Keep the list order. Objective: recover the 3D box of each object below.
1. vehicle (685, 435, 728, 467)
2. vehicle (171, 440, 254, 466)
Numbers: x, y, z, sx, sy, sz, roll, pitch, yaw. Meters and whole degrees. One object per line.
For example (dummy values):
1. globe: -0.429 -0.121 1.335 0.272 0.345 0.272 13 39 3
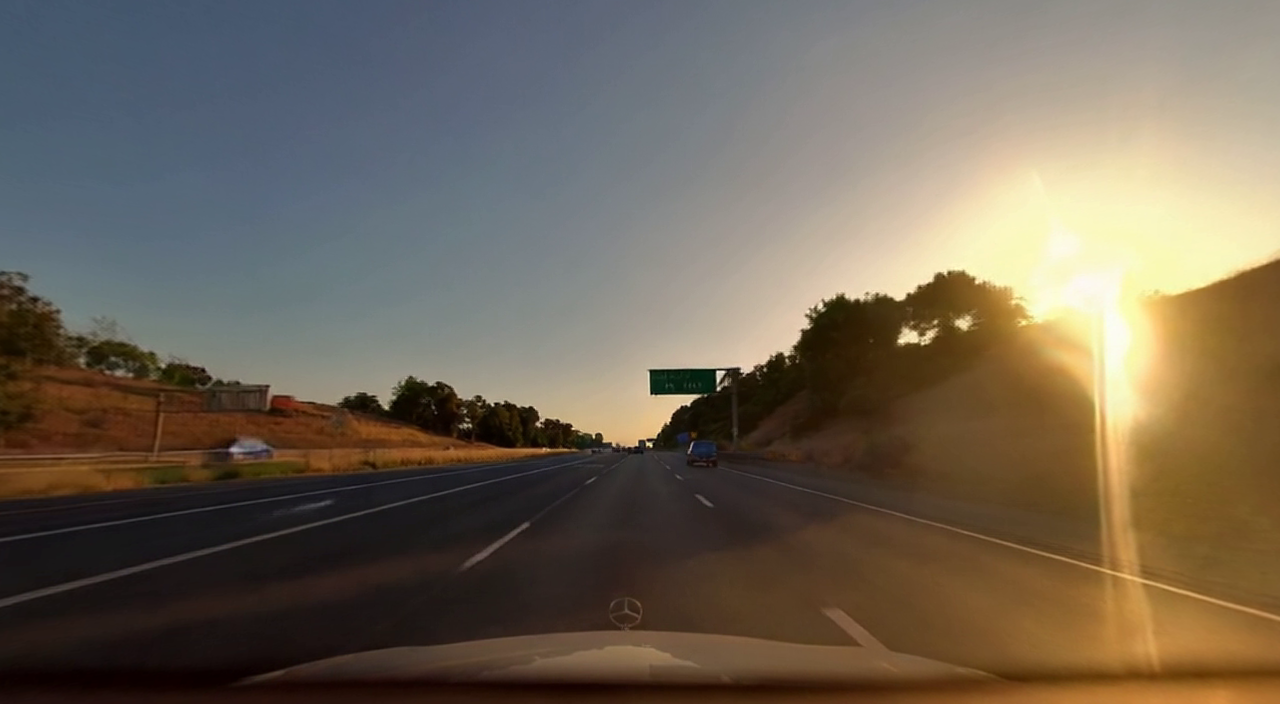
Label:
1. vehicle: 4.250 6.402 41.051 2.172 1.930 4.879 0 -8 -1
2. vehicle: -29.202 6.913 43.334 2.106 1.690 5.087 0 -8 1
